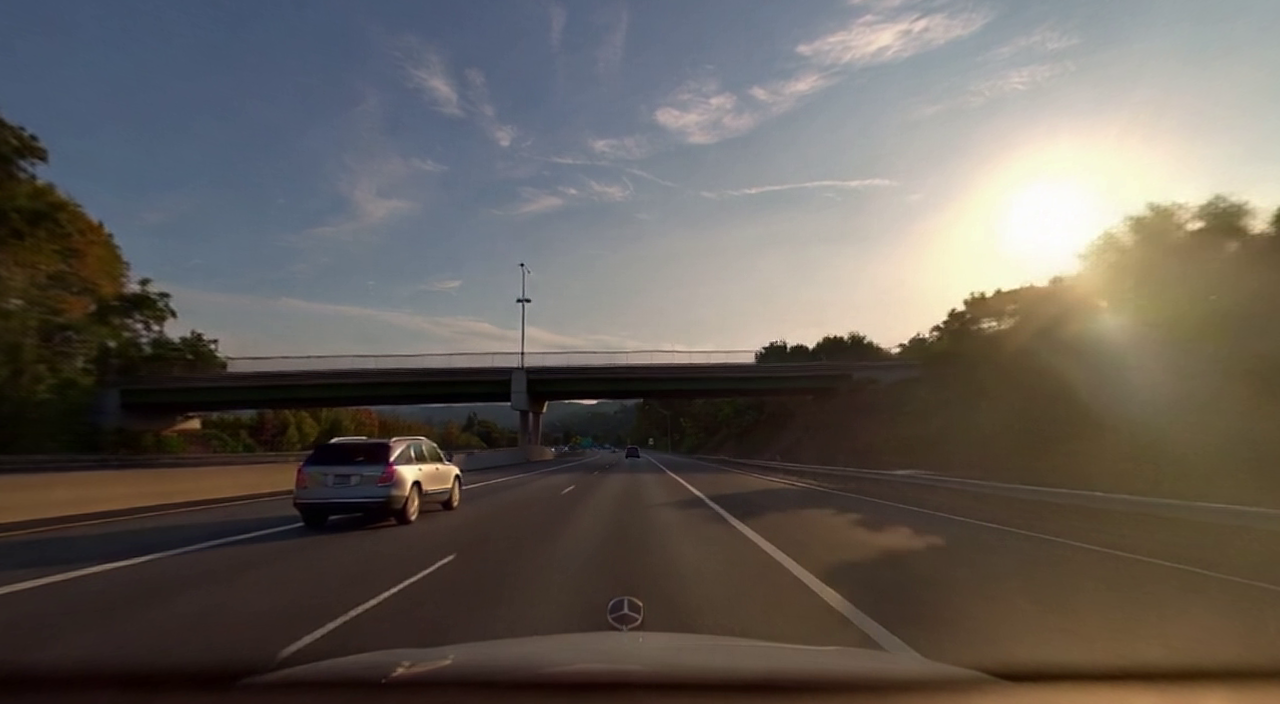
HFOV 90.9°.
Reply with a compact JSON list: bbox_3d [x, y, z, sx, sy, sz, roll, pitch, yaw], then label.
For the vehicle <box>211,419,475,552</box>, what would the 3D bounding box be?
[{"bbox_3d":[-4.601,2.143,10.843,2.221,1.750,4.706,0,-9,0],"label":"vehicle"}]
